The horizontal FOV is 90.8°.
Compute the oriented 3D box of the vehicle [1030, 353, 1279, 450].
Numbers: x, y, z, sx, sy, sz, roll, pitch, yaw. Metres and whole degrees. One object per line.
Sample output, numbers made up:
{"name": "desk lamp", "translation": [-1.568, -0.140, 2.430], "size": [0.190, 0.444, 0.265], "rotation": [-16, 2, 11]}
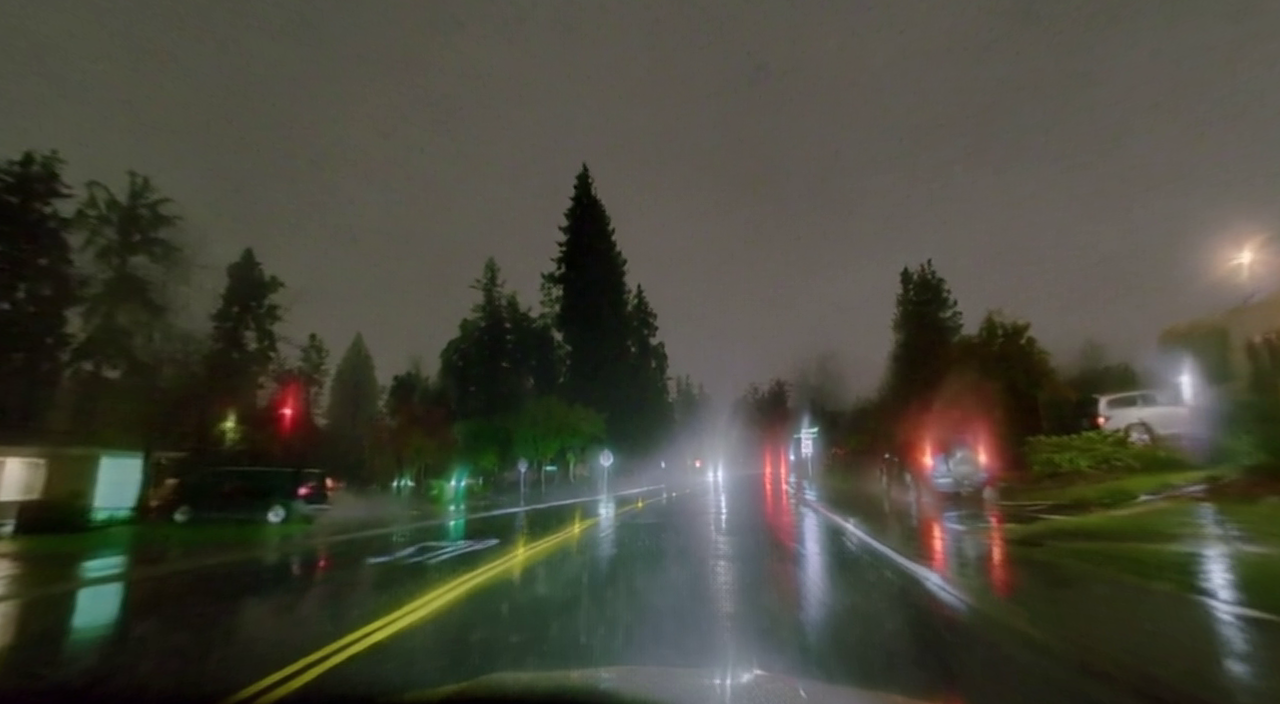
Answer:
{"name": "vehicle", "translation": [12.876, 1.221, 15.962], "size": [4.539, 2.010, 2.163], "rotation": [-3, -3, -1]}

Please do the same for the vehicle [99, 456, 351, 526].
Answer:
{"name": "vehicle", "translation": [-11.868, 4.111, 18.485], "size": [5.643, 1.759, 2.110], "rotation": [1, -20, -3]}

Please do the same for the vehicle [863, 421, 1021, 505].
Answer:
{"name": "vehicle", "translation": [7.752, 2.918, 16.881], "size": [2.163, 1.885, 4.804], "rotation": [-1, -9, 5]}

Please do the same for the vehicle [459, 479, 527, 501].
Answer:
{"name": "vehicle", "translation": [-10.362, 9.783, 44.814], "size": [4.320, 1.443, 1.867], "rotation": [-1, -9, 3]}
